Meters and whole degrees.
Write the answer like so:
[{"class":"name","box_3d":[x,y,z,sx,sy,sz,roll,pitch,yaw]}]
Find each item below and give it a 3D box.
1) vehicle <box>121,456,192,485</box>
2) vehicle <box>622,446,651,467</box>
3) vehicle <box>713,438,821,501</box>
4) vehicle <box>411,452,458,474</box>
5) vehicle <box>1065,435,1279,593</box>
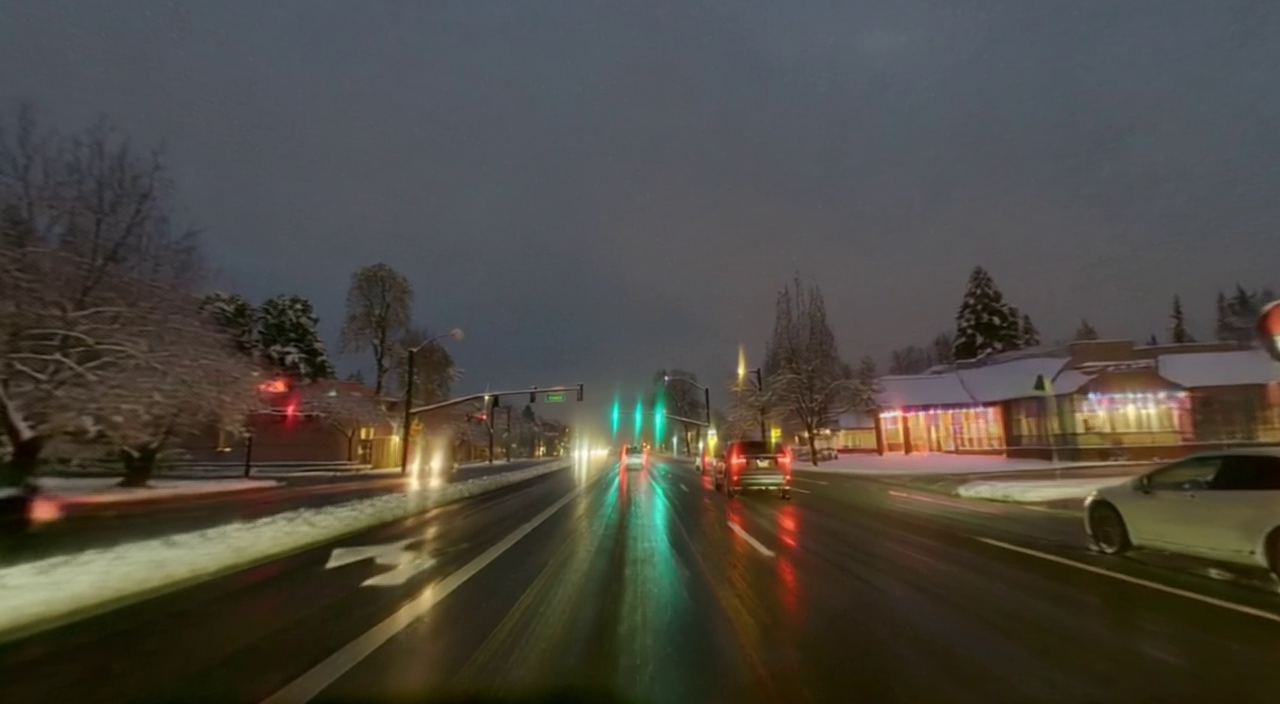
[{"class":"vehicle","box_3d":[-32.983,8.058,43.258,1.856,1.675,5.356,2,-9,-15]},{"class":"vehicle","box_3d":[-0.247,7.844,47.436,2.052,1.461,4.324,0,-8,0]},{"class":"vehicle","box_3d":[3.480,3.313,18.261,2.072,1.545,4.578,0,-8,-1]},{"class":"vehicle","box_3d":[-15.274,8.230,47.162,1.908,1.486,4.629,-1,-8,1]},{"class":"vehicle","box_3d":[6.894,1.575,6.417,1.952,1.449,4.544,0,-8,-1]}]
